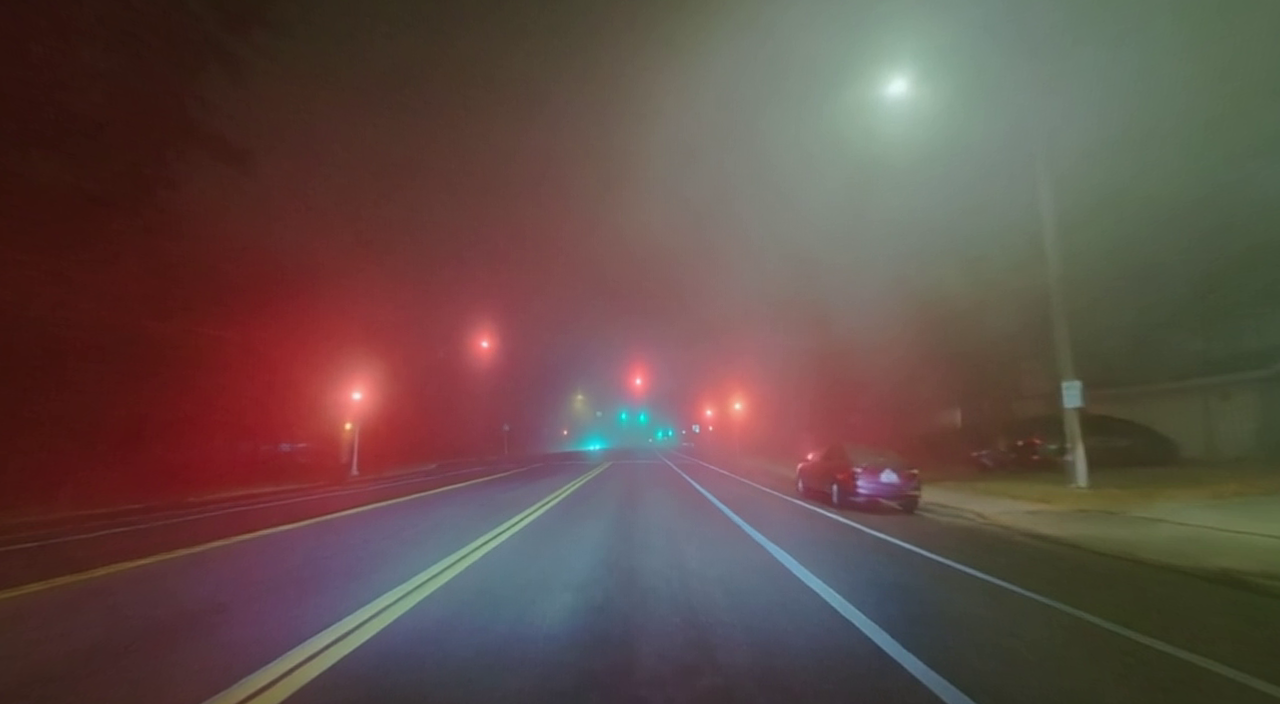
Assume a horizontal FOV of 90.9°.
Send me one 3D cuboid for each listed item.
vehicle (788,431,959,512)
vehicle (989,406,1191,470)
[{"bbox_3d":[4.895,2.554,14.142,1.995,1.472,4.884,0,-8,0],"label":"vehicle"},{"bbox_3d":[13.257,2.569,18.883,4.283,1.750,2.227,0,-8,5],"label":"vehicle"}]
